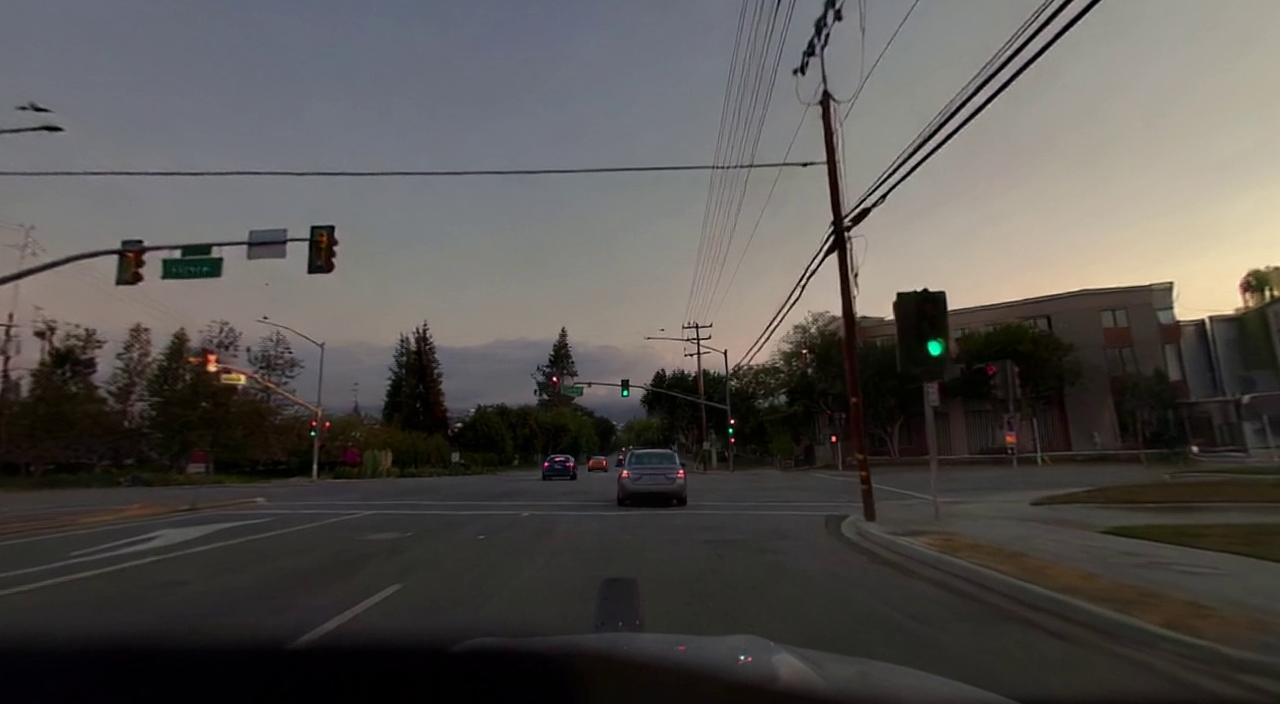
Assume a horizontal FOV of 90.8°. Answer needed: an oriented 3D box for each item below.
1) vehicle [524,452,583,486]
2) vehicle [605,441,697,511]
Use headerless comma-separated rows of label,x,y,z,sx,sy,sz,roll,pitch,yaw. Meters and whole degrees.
vehicle,-4.074,5.623,30.592,2.153,1.474,4.284,0,-9,1
vehicle,0.250,3.227,16.943,2.156,1.636,3.923,0,-9,0
